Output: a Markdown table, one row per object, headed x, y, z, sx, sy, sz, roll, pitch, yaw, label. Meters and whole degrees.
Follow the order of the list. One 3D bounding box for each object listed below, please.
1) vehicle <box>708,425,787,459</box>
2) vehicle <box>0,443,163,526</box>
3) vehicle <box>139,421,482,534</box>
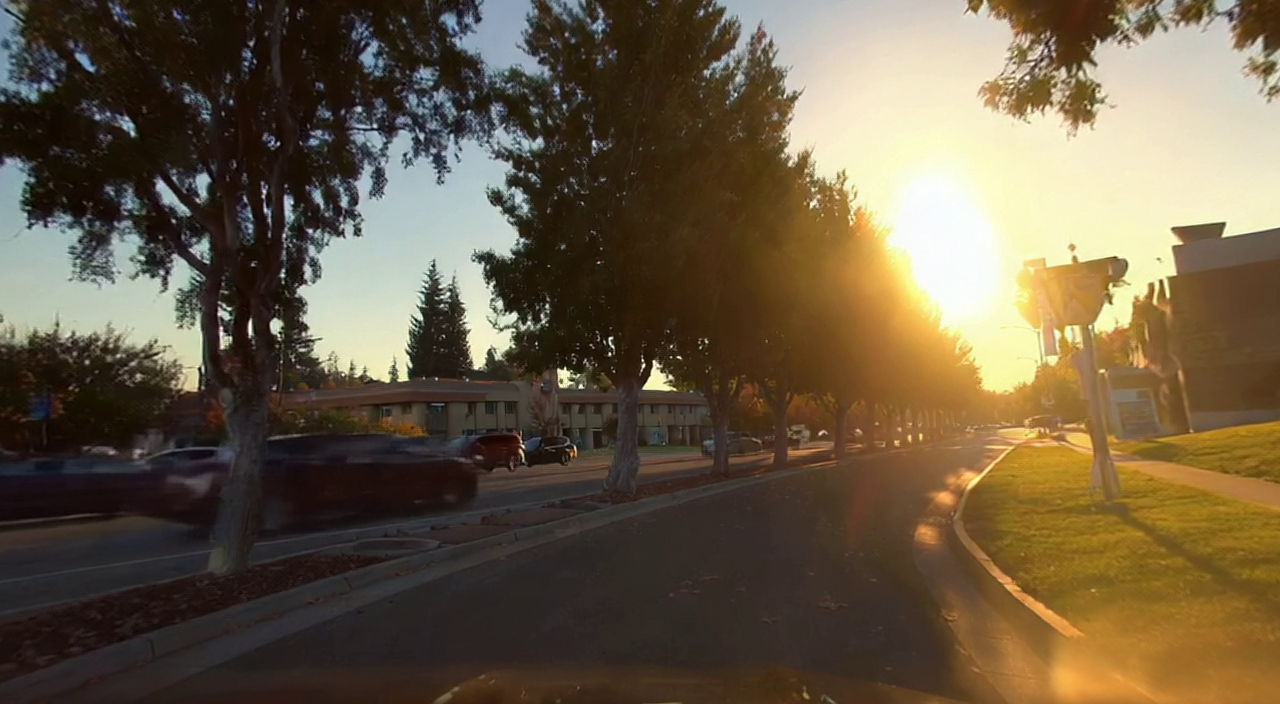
| x | y | z | sx | sy | sz | roll | pitch | yaw | label |
| --- | --- | --- | --- | --- | --- | --- | --- | --- | --- |
| 5.752 | 4.724 | 33.257 | 2.040 | 1.625 | 5.119 | -5 | -10 | 36 | vehicle |
| -14.526 | 3.125 | 14.686 | 2.313 | 1.688 | 5.015 | -12 | -12 | 39 | vehicle |
| -5.700 | 2.192 | 11.562 | 2.201 | 1.574 | 5.060 | -11 | -13 | 42 | vehicle |
